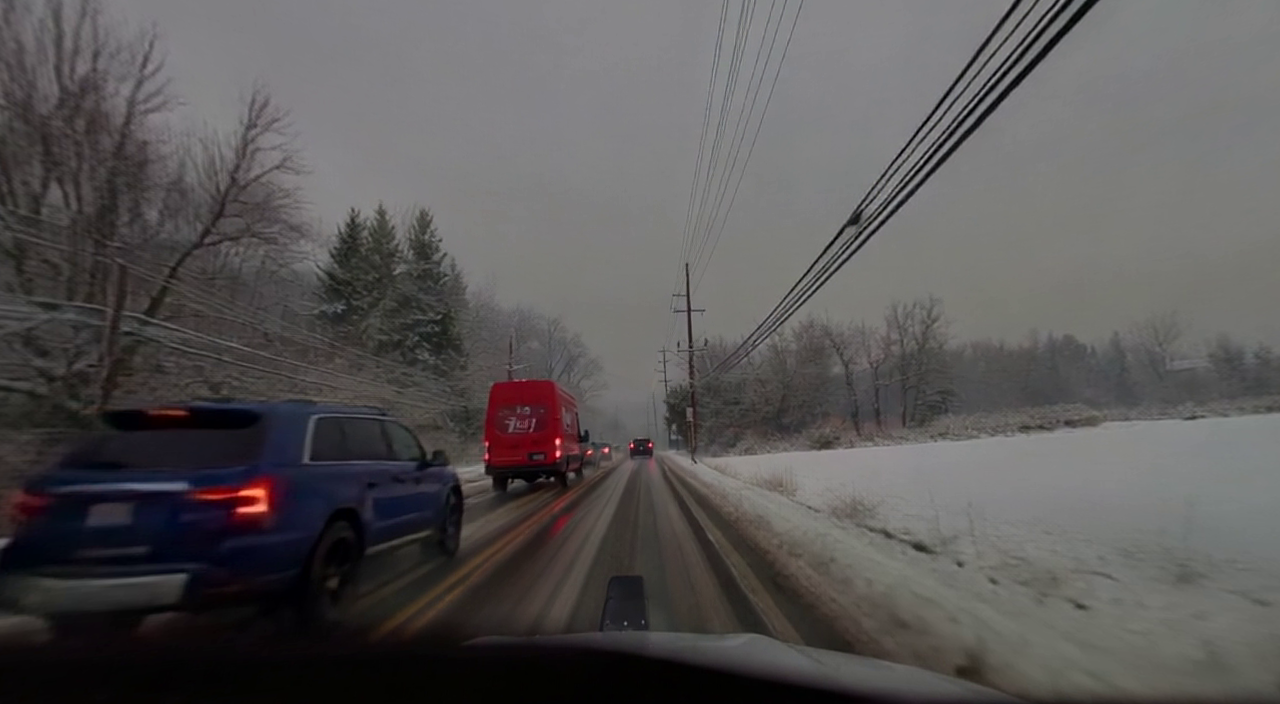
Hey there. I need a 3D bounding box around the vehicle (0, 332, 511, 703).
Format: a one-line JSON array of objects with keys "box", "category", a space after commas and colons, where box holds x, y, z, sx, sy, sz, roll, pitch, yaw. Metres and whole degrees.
[{"box": [-2.855, 1.215, 5.447, 2.187, 1.821, 5.501, -1, -8, 2], "category": "vehicle"}]

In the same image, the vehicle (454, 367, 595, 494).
[{"box": [-3.245, 2.630, 20.559, 2.818, 3.181, 9.114, 0, -8, 0], "category": "vehicle"}]
